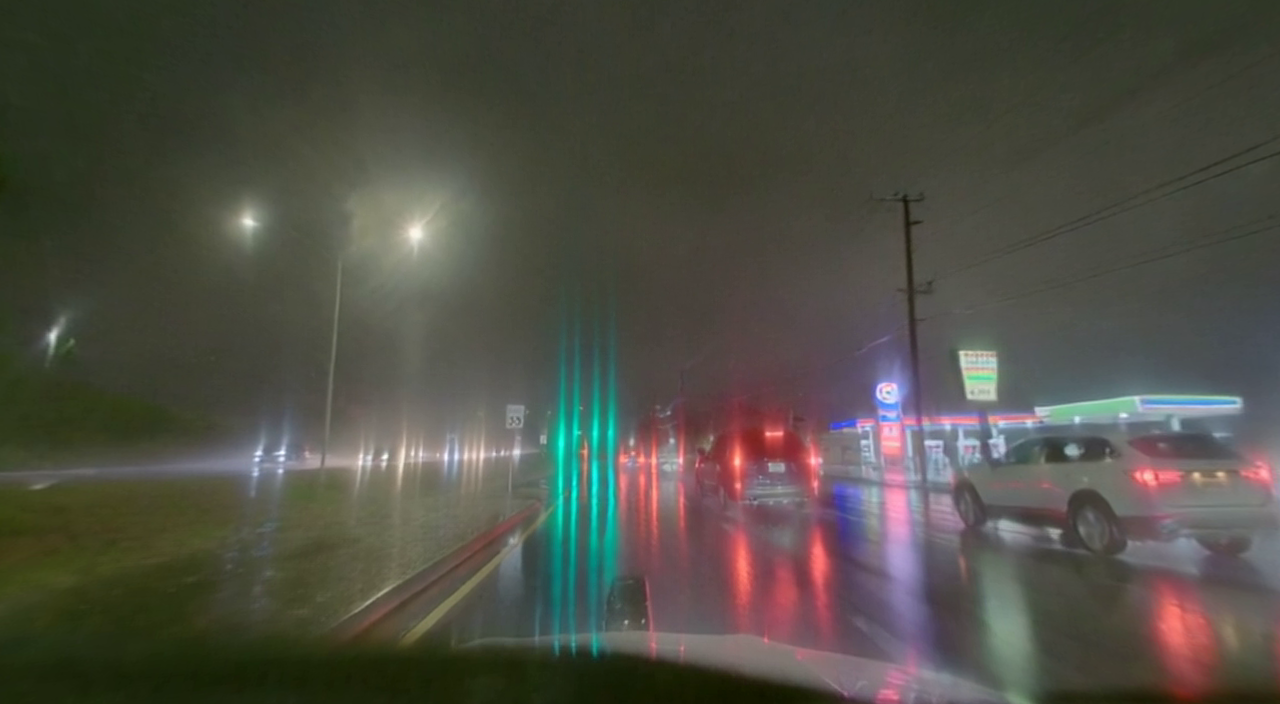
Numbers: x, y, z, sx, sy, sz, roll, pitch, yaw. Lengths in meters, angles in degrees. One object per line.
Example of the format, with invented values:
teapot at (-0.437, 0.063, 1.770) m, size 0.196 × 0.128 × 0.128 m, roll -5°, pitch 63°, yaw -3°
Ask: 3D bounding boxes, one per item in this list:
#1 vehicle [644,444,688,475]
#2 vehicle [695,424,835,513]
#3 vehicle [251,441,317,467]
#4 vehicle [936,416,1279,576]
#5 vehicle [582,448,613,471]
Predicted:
vehicle at (1.388, 5.986, 35.369) m, size 2.012 × 1.612 × 4.114 m, roll 1°, pitch -8°, yaw -5°
vehicle at (2.762, 2.719, 15.222) m, size 2.184 × 1.777 × 4.712 m, roll 1°, pitch -8°, yaw -3°
vehicle at (-23.683, 6.787, 42.154) m, size 1.872 × 1.620 × 4.343 m, roll 0°, pitch -8°, yaw 0°
vehicle at (6.083, 1.782, 8.599) m, size 1.881 × 1.604 × 4.289 m, roll 1°, pitch -8°, yaw -2°
vehicle at (-3.001, 7.713, 45.310) m, size 2.107 × 1.527 × 4.174 m, roll 1°, pitch -8°, yaw -3°
